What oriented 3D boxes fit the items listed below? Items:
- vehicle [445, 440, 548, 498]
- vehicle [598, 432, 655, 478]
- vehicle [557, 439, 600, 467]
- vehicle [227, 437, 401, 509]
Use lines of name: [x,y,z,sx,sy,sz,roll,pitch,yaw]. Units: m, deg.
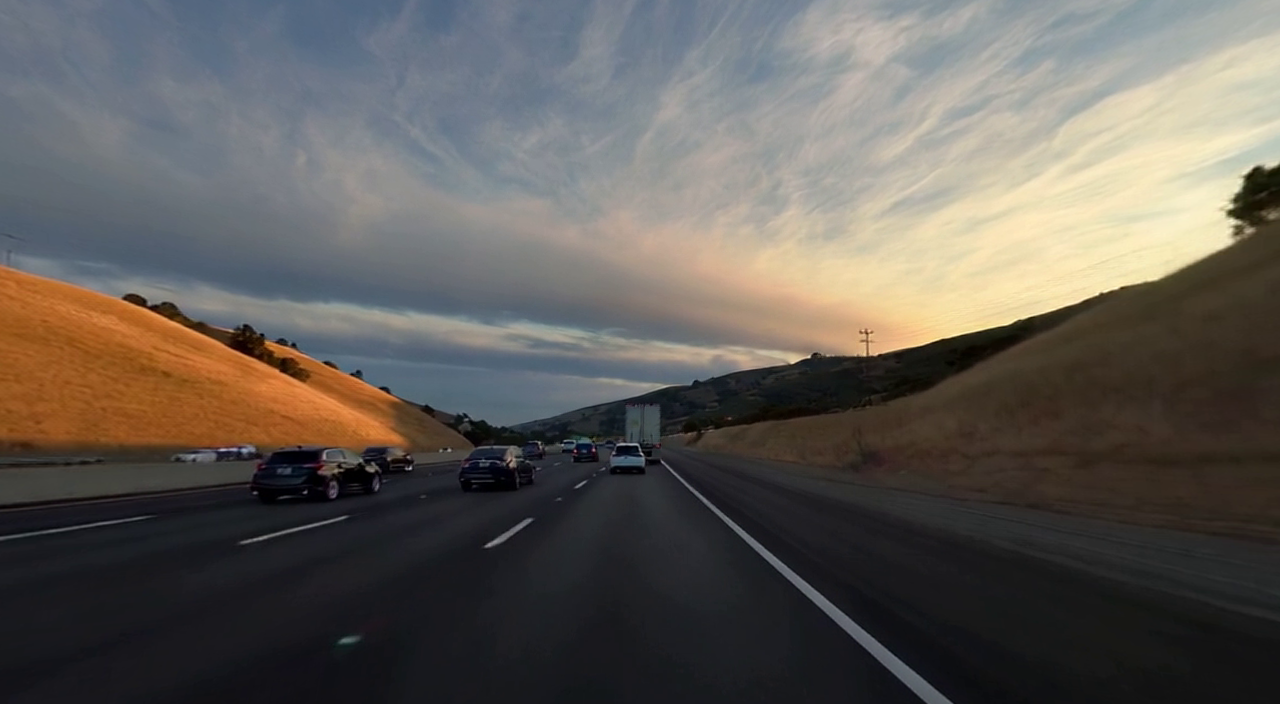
vehicle: [-4.077,3.401,18.741,1.943,1.468,4.547,0,-9,0]
vehicle: [-0.535,4.403,27.133,2.281,1.795,4.297,1,-9,0]
vehicle: [-3.789,6.303,39.448,2.155,1.661,4.477,0,-9,1]
vehicle: [-7.824,2.919,15.675,2.029,1.507,4.204,0,-9,1]
